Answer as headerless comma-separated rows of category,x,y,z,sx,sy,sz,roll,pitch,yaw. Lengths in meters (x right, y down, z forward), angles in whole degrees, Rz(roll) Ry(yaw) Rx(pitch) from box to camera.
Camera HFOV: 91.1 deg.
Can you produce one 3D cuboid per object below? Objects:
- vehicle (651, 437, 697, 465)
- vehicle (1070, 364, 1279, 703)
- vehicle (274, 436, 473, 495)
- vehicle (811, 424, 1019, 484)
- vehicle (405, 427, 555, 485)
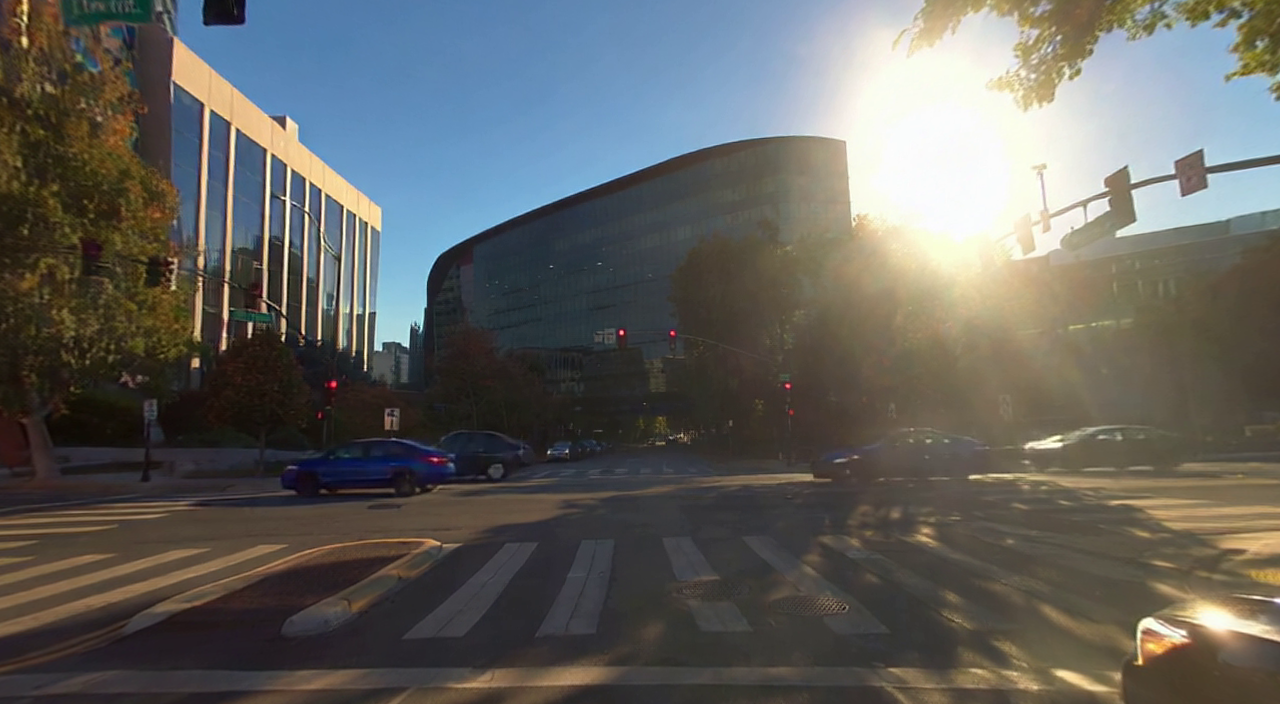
vehicle,2.028,6.043,38.502,2.053,1.625,4.551,1,-8,-7
vehicle,2.890,0.672,0.829,1.947,1.576,3.825,0,-8,1
vehicle,-6.985,3.010,16.834,4.464,1.472,1.867,0,-8,0
vehicle,7.267,2.739,16.963,4.723,1.484,1.883,0,-8,0
vehicle,-5.137,3.392,20.621,4.363,1.757,1.926,0,-8,1
